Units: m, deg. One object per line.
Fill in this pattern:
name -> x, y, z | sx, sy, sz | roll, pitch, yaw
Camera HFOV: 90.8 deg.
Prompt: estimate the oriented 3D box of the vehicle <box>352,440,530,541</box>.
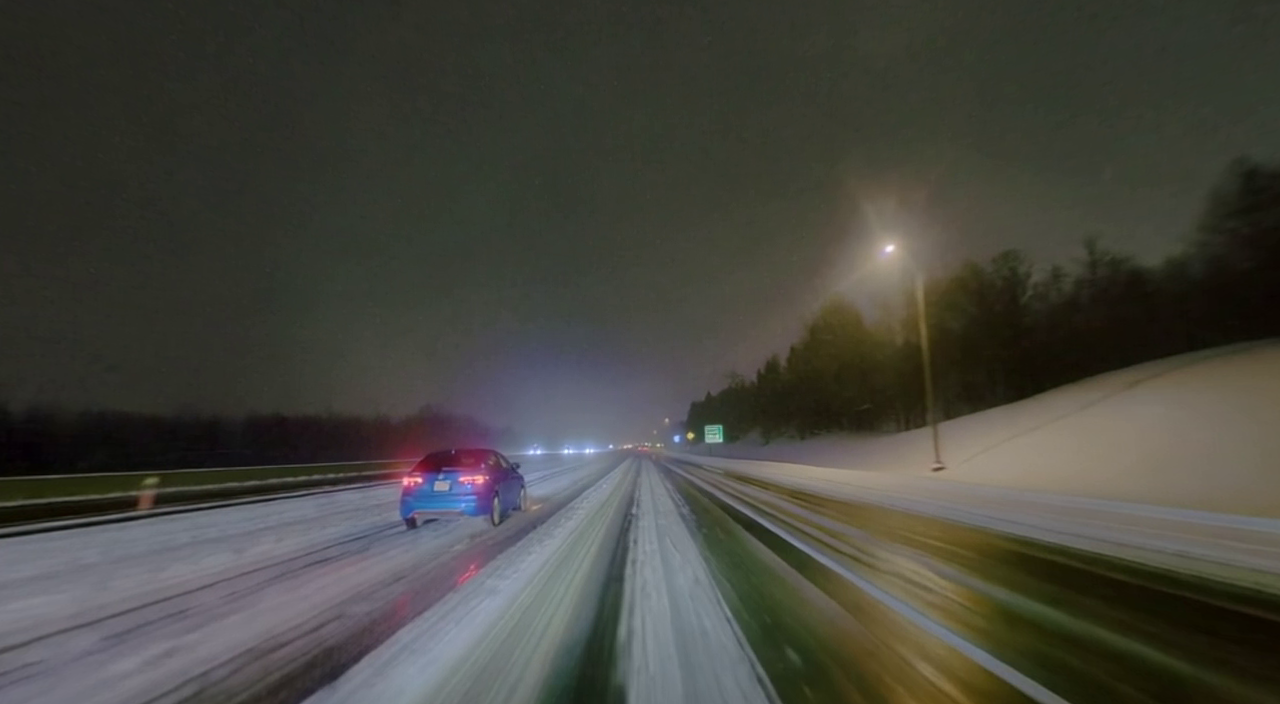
vehicle -> -3.311, 2.357, 11.360 | 1.935, 1.479, 3.787 | 0, -9, 0
